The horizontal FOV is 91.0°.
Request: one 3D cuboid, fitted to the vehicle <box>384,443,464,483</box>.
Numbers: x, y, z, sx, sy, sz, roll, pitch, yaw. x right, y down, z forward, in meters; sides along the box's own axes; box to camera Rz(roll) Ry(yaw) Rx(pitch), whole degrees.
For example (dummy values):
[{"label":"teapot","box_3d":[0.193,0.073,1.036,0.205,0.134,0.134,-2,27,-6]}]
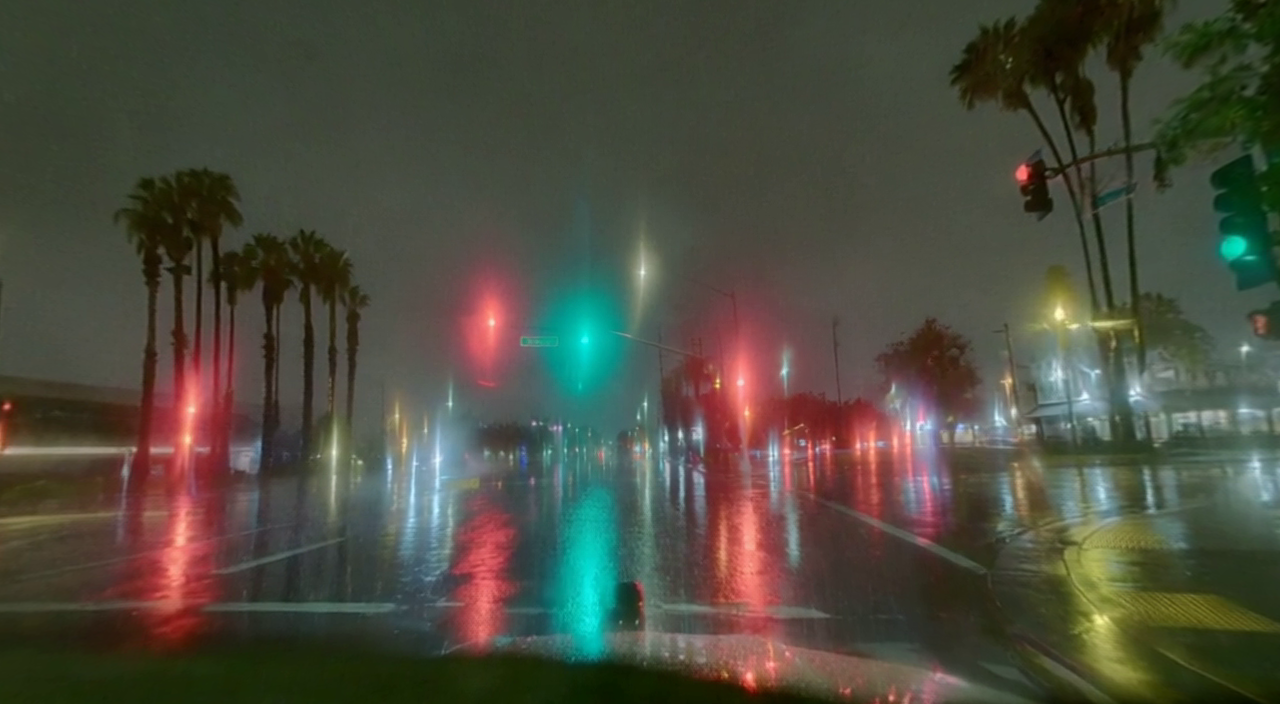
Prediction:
[{"label":"vehicle","box_3d":[-10.748,5.533,31.774,2.270,1.833,4.860,0,-9,1]}]
